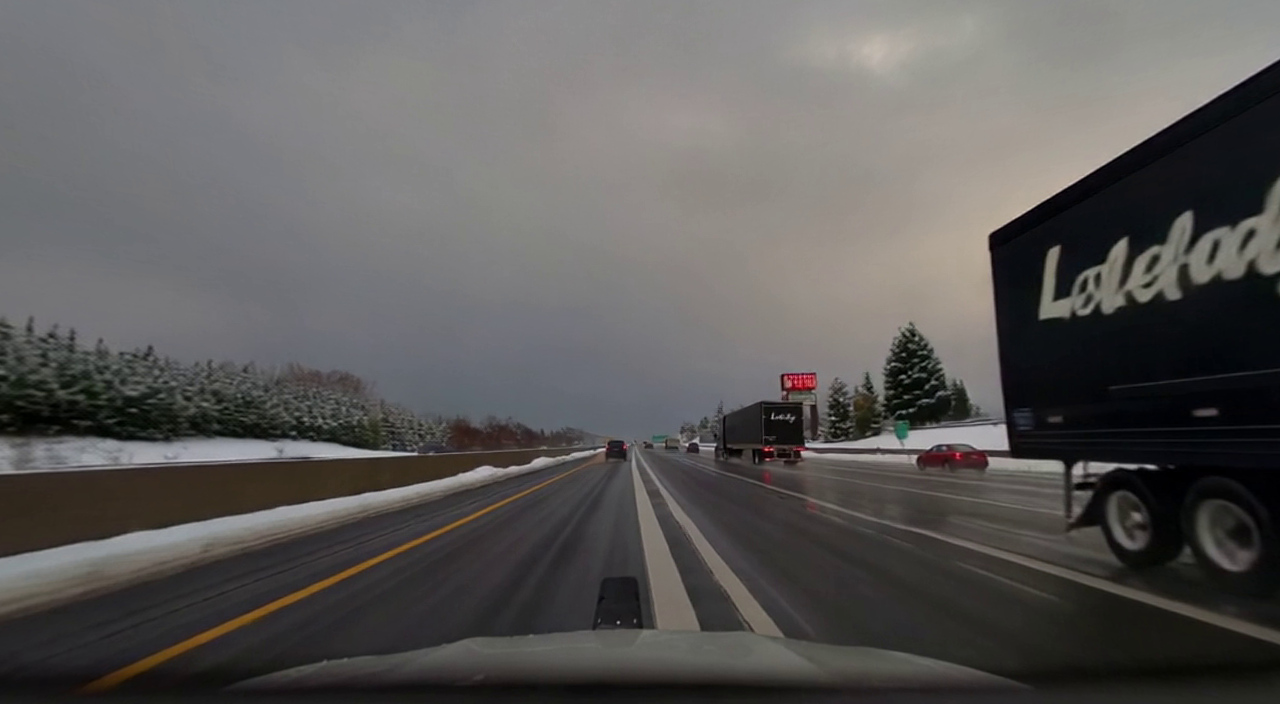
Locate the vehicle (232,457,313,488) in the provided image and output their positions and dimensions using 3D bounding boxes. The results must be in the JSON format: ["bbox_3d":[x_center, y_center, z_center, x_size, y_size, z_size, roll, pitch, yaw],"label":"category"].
[{"bbox_3d":[-20.891,6.839,36.159,1.898,1.587,4.566,0,-9,-1],"label":"vehicle"}]

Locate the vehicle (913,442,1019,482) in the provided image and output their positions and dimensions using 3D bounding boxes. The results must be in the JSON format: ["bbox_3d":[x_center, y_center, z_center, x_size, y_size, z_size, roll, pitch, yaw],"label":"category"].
[{"bbox_3d":[13.166,4.448,25.855,1.862,1.462,4.459,0,-9,-2],"label":"vehicle"}]

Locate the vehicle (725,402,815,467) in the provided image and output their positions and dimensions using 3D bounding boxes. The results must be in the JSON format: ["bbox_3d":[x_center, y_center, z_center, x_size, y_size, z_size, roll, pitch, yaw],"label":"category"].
[{"bbox_3d":[9.414,6.482,48.651,2.892,4.128,16.495,0,-9,-2],"label":"vehicle"}]
